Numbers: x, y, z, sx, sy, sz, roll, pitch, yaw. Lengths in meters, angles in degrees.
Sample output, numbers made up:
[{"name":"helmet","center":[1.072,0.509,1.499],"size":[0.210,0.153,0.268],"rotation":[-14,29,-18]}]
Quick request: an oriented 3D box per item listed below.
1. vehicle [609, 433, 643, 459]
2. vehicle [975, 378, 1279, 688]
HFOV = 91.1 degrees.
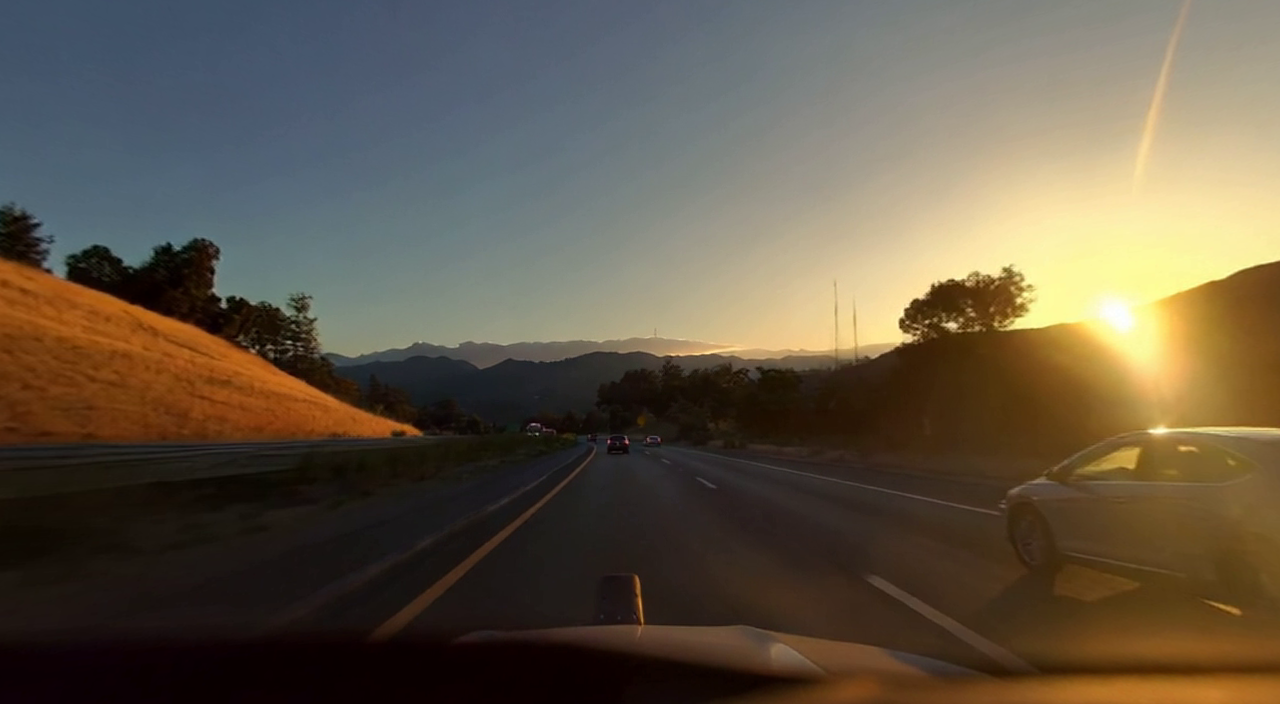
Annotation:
[{"name":"vehicle","center":[-0.906,5.791,39.002],"size":[1.998,1.512,3.735],"rotation":[1,-8,-2]},{"name":"vehicle","center":[4.060,1.006,3.911],"size":[1.852,1.513,3.652],"rotation":[0,-8,-1]}]
